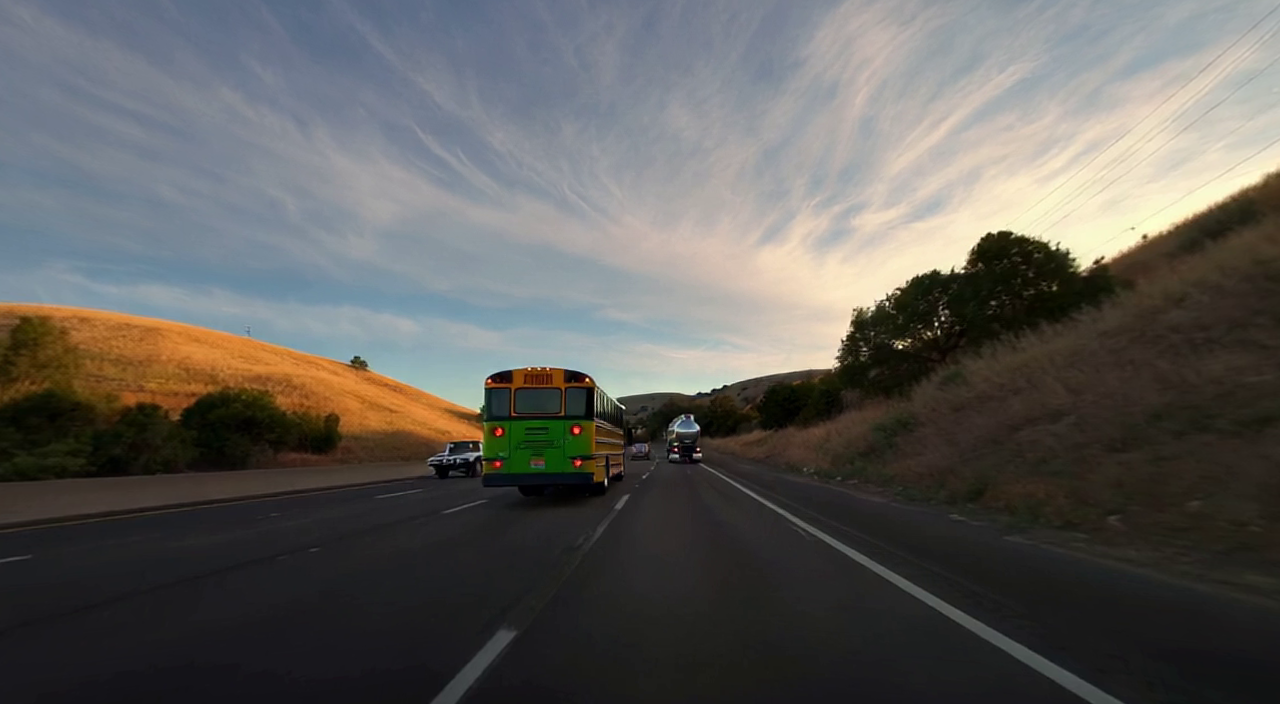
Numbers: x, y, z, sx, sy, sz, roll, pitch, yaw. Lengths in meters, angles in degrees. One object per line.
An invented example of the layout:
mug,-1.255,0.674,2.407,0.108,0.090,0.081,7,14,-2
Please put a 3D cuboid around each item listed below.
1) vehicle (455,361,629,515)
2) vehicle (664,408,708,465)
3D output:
vehicle,-2.169,2.576,18.714,2.948,3.265,10.569,0,-8,3
vehicle,3.160,6.057,44.750,2.716,3.705,7.018,0,-9,1
